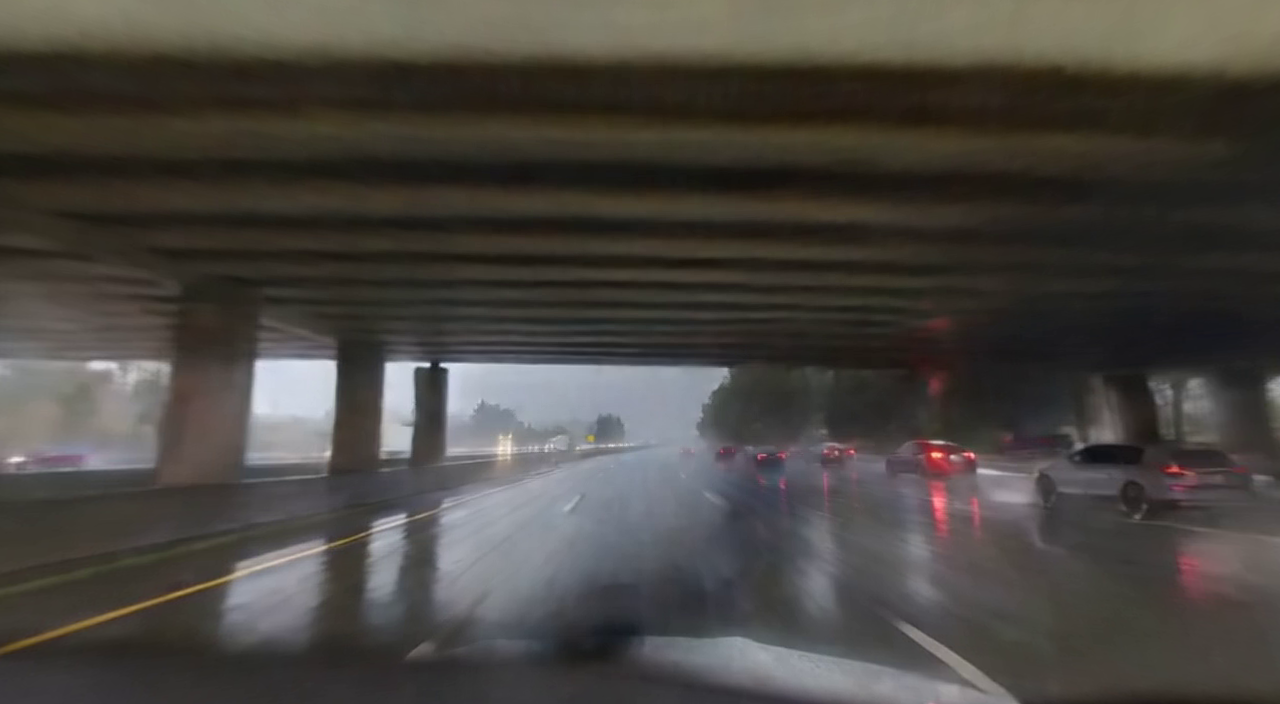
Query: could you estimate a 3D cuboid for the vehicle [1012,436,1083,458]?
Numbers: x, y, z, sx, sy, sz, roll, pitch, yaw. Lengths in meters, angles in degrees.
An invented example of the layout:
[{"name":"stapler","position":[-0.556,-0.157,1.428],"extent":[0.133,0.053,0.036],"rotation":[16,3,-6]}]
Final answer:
[{"name":"vehicle","position":[29.892,7.023,46.601],"extent":[1.967,1.491,4.970],"rotation":[0,-9,1]}]
